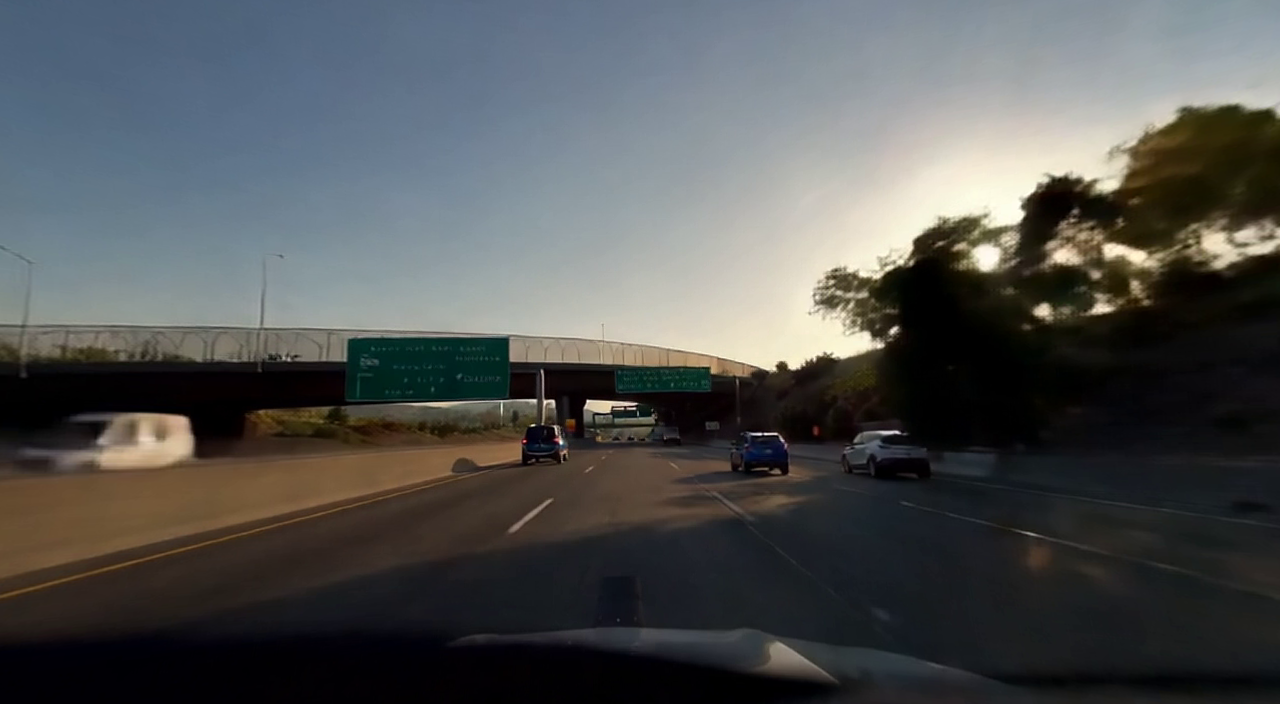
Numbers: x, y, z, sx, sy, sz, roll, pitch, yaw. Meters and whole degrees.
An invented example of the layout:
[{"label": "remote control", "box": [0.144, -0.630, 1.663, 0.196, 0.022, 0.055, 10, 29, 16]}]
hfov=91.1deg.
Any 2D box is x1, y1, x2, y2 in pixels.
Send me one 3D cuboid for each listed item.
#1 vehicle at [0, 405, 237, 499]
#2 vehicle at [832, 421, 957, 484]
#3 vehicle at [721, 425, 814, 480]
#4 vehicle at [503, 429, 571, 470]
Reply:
[{"label": "vehicle", "box": [-16.955, 3.257, 21.049, 2.361, 2.616, 6.862, 0, -8, -1]}, {"label": "vehicle", "box": [7.322, 2.910, 18.569, 1.956, 1.634, 3.935, 0, -8, -1]}, {"label": "vehicle", "box": [3.958, 3.188, 20.238, 2.011, 1.576, 4.060, 0, -8, -2]}, {"label": "vehicle", "box": [-3.916, 3.780, 24.637, 2.032, 1.465, 4.316, 0, -8, -1]}]
